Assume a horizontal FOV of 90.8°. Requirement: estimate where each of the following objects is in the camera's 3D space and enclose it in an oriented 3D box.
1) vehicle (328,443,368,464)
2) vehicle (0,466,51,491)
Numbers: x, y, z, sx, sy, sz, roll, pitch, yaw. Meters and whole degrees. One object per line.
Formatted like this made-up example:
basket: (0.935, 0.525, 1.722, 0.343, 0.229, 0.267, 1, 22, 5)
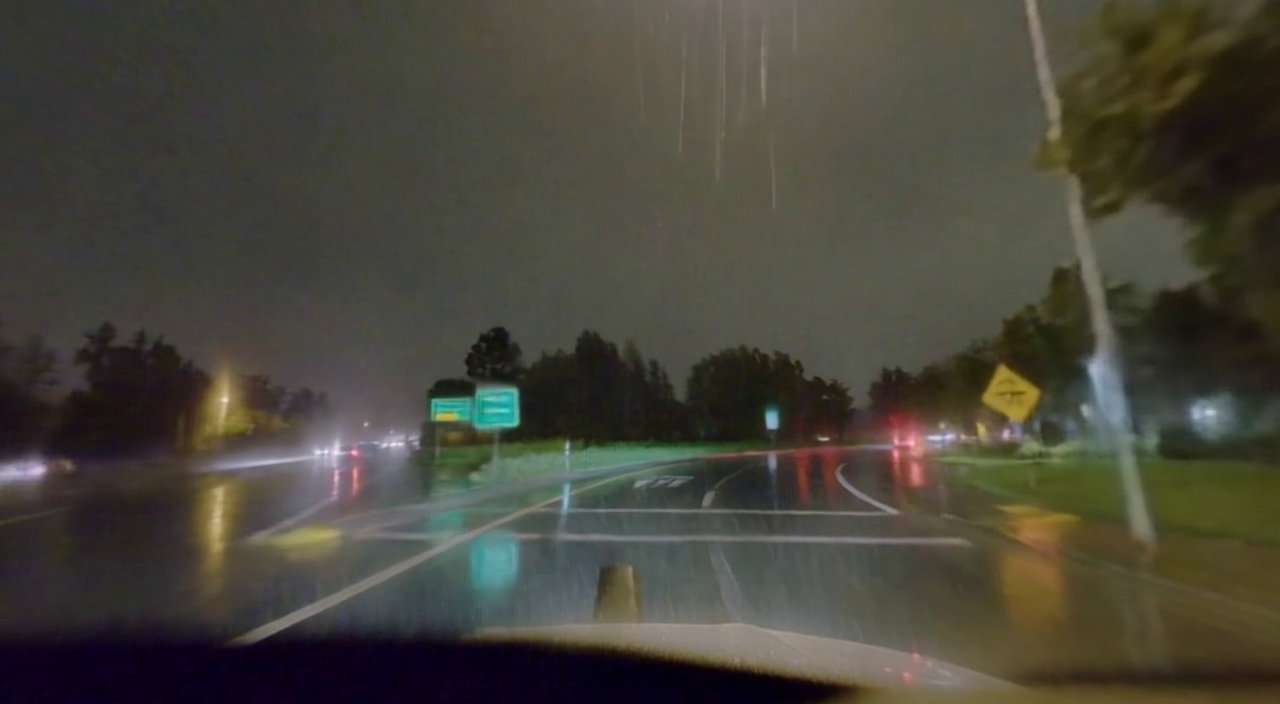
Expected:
vehicle: (-21.460, 7.466, 46.554, 2.108, 1.472, 4.099, 2, -9, -18)
vehicle: (-41.209, 8.315, 41.534, 1.869, 1.449, 4.225, 2, -9, -18)
